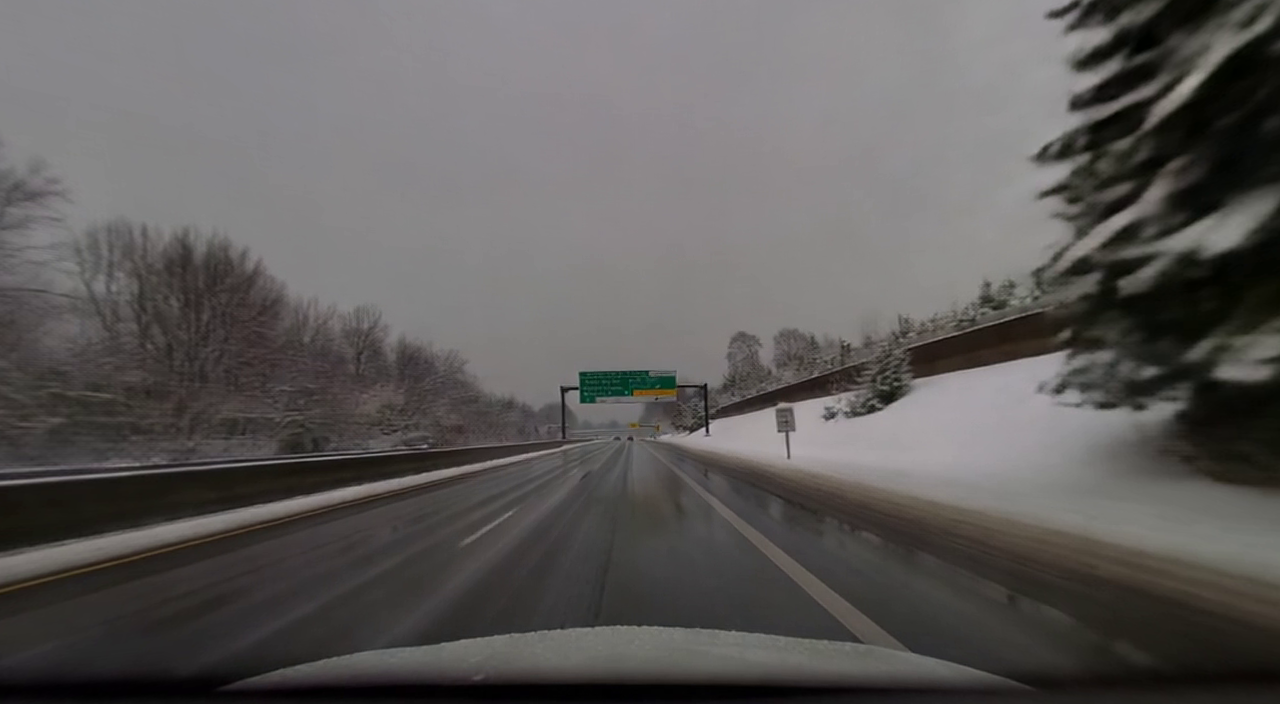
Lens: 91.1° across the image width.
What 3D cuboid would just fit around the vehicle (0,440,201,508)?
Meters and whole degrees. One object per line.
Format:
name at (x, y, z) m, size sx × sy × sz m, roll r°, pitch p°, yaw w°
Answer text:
vehicle at (-14.483, 3.185, 17.028) m, size 1.884 × 1.540 × 4.588 m, roll 0°, pitch -8°, yaw 0°

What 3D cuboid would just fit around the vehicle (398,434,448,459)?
vehicle at (-14.917, 6.487, 43.448) m, size 1.888 × 1.649 × 4.339 m, roll 0°, pitch -8°, yaw 0°
